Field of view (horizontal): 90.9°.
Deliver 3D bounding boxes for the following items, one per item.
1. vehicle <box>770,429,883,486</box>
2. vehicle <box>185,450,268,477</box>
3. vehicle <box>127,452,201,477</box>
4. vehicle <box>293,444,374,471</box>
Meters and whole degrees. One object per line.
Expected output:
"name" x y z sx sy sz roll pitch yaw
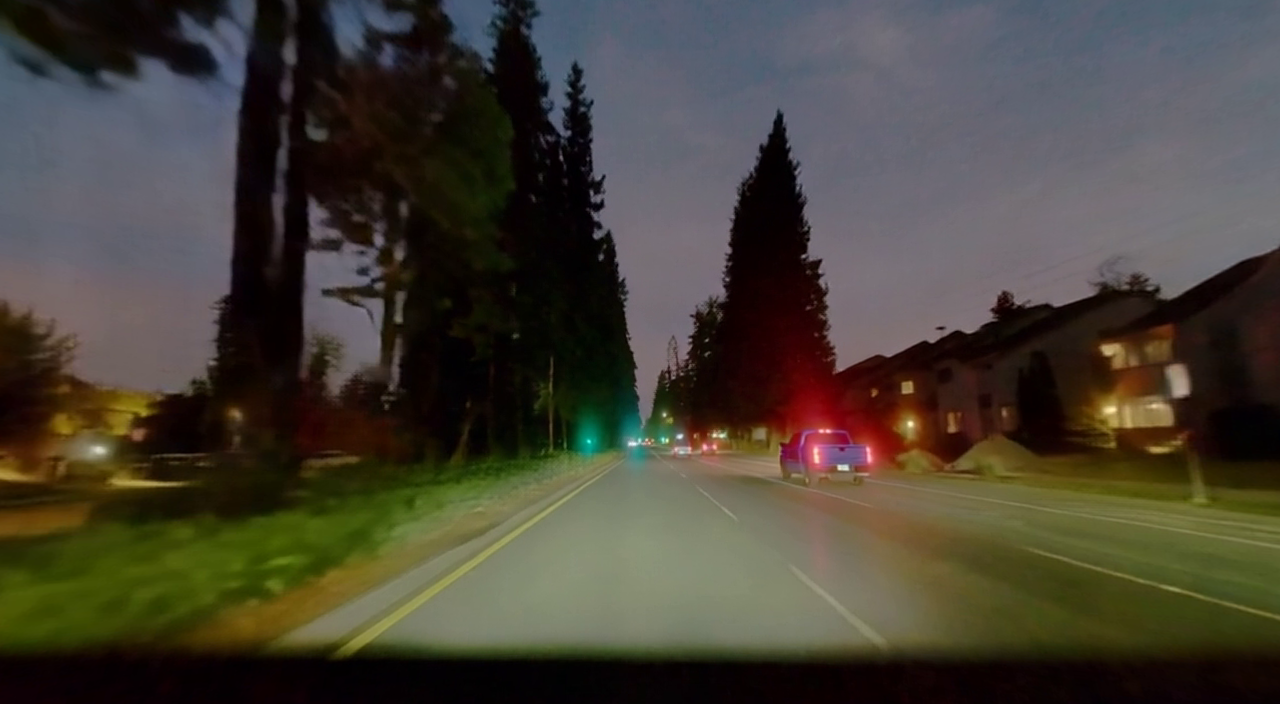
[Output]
"vehicle" 6.415 3.708 22.571 2.262 1.769 5.666 0 -8 -1
"vehicle" -30.735 8.263 46.864 5.297 1.831 2.122 -2 -9 16
"vehicle" -36.274 8.543 48.081 4.128 1.570 1.995 -4 -7 5
"vehicle" -24.231 8.299 49.880 5.541 2.074 2.416 -3 -9 19
